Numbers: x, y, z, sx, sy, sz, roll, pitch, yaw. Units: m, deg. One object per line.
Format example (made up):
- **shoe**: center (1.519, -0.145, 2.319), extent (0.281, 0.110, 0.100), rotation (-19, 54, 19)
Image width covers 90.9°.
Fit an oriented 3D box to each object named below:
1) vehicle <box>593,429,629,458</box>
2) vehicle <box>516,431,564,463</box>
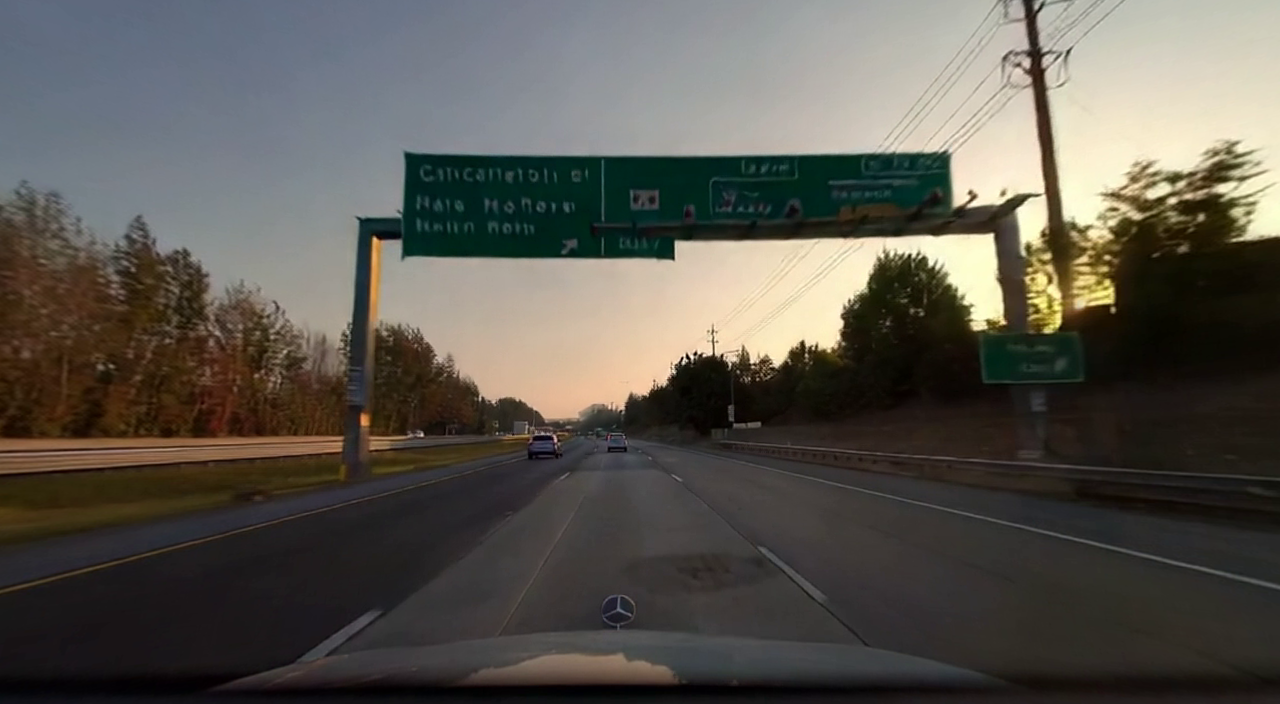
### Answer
- **vehicle**: center (-1.759, 5.728, 39.500), extent (2.159, 1.690, 3.720), rotation (0, -7, -1)
- **vehicle**: center (-5.410, 5.158, 34.490), extent (2.100, 1.590, 4.077), rotation (0, -7, -2)
